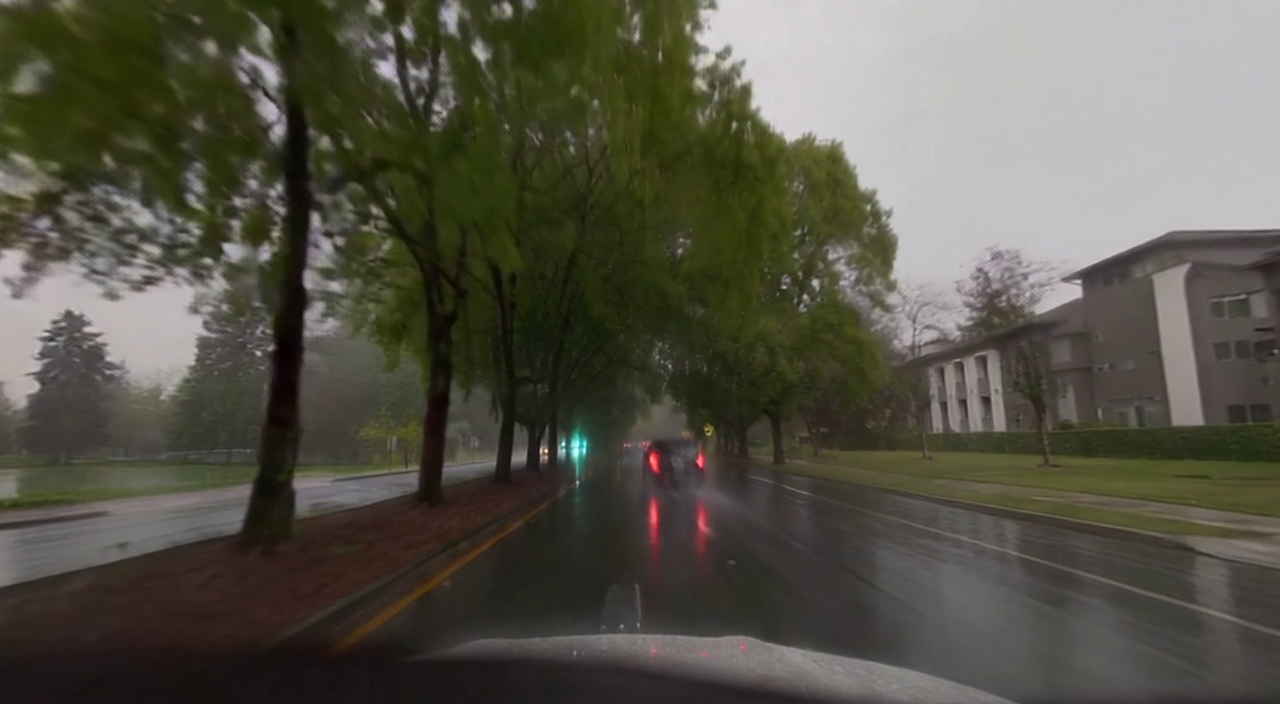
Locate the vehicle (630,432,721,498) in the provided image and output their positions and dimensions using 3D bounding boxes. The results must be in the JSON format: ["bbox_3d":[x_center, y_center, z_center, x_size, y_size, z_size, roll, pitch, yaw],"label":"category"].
[{"bbox_3d":[0.847,3.139,17.994,2.066,1.603,4.475,0,-8,-4],"label":"vehicle"}]
